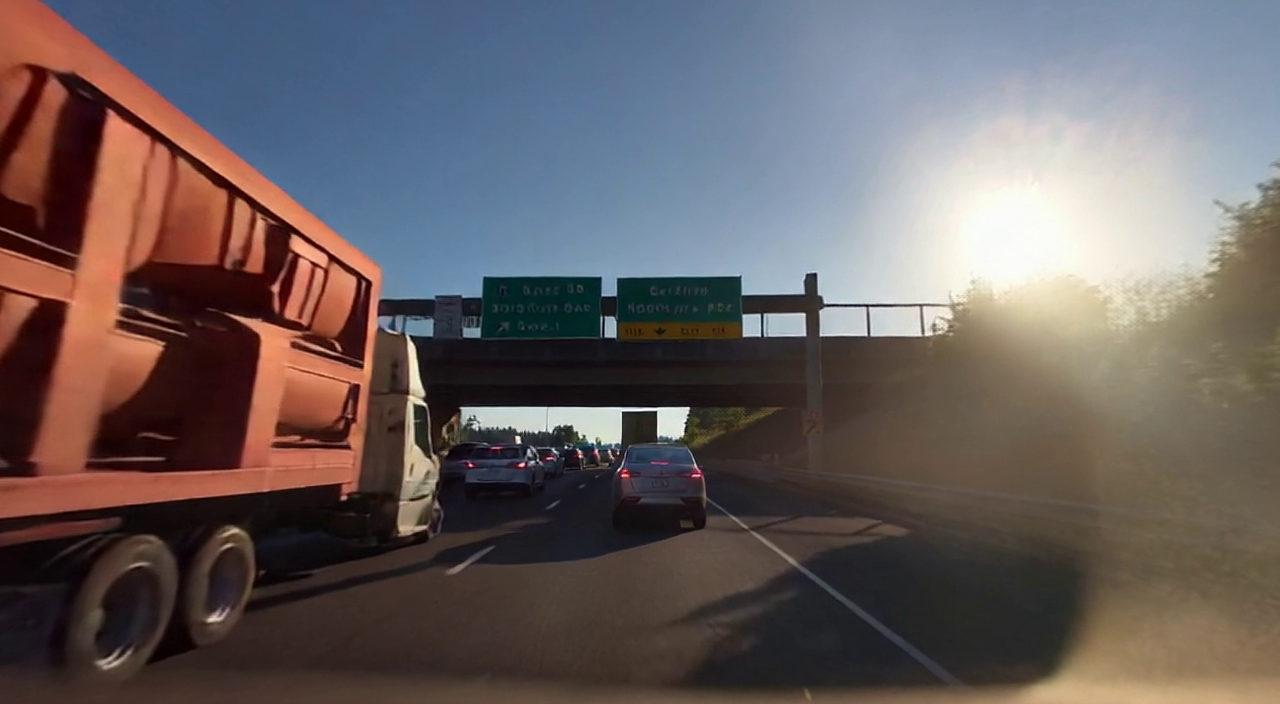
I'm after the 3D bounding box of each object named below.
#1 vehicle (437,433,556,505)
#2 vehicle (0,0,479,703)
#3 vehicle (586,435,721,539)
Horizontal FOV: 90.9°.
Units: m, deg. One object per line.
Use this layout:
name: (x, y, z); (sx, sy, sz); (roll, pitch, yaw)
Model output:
vehicle: (-3.644, 3.075, 16.907); (2.165, 1.638, 4.317); (0, -9, 0)
vehicle: (-3.890, 0.503, 5.473); (2.832, 3.293, 7.782); (0, -9, 0)
vehicle: (0.168, 2.270, 11.082); (1.995, 1.495, 3.380); (0, -9, -1)
